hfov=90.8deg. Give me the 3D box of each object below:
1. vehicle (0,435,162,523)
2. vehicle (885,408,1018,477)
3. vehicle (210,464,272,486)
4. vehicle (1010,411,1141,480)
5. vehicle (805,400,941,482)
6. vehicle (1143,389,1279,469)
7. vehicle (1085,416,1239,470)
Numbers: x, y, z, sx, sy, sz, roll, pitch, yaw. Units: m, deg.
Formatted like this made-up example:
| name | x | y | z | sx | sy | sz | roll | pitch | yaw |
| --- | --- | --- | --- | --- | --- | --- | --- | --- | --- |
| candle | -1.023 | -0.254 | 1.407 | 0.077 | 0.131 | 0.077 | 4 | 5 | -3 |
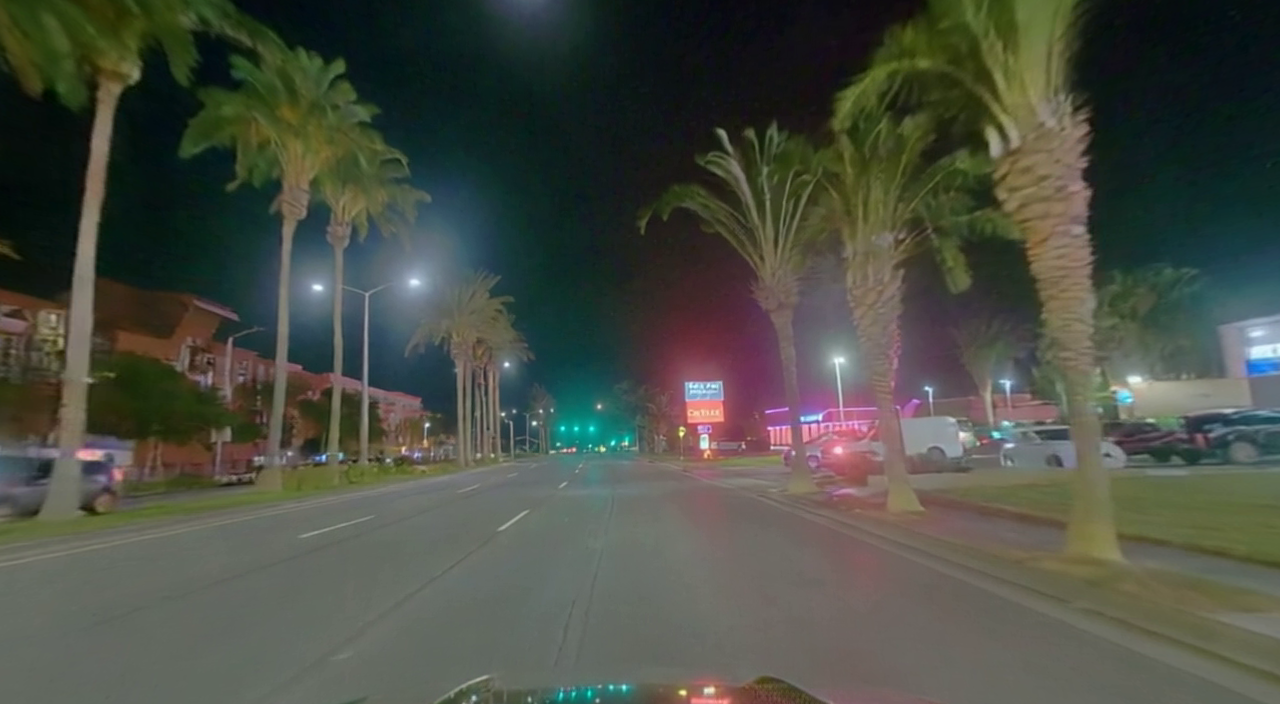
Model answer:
| name | x | y | z | sx | sy | sz | roll | pitch | yaw |
| --- | --- | --- | --- | --- | --- | --- | --- | --- | --- |
| vehicle | -16.394 | 3.346 | 17.107 | 2.379 | 2.034 | 5.893 | 0 | -9 | -2 |
| vehicle | 11.475 | 3.333 | 23.068 | 2.514 | 2.172 | 5.798 | -9 | -12 | 43 |
| vehicle | -28.927 | 8.913 | 45.946 | 1.909 | 1.436 | 4.443 | 0 | -9 | -5 |
| vehicle | 15.745 | 3.345 | 23.368 | 2.525 | 2.043 | 6.684 | -7 | -8 | 23 |
| vehicle | 9.324 | 3.537 | 24.996 | 5.942 | 2.851 | 2.531 | 8 | -12 | -43 |
| vehicle | 22.090 | 2.886 | 23.056 | 2.434 | 2.604 | 5.700 | 0 | -9 | -3 |
| vehicle | 18.915 | 3.373 | 23.225 | 1.922 | 1.770 | 4.425 | -1 | -9 | 2 |
